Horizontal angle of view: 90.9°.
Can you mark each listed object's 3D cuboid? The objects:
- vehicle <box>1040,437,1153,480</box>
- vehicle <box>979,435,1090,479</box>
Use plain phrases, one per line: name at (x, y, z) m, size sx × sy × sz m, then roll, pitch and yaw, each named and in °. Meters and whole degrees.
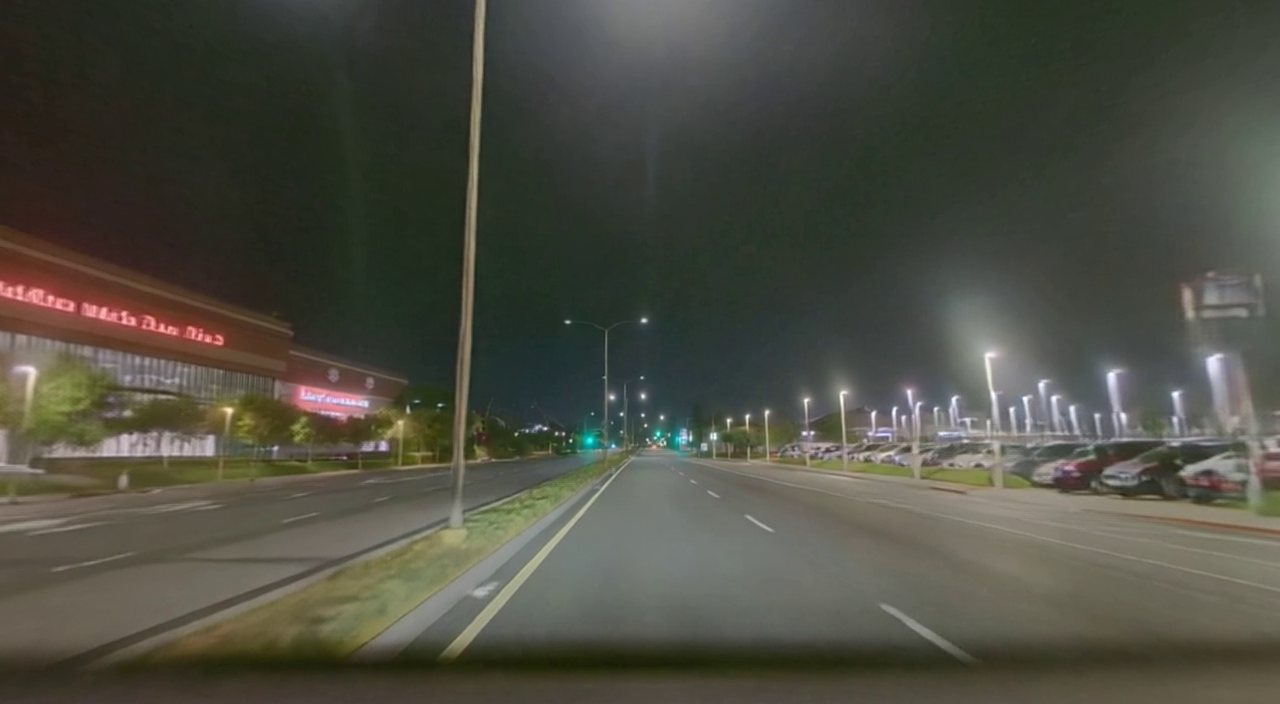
vehicle at (19.521, 4.523, 27.205) m, size 1.859 × 1.643 × 4.091 m, roll -1°, pitch -7°, yaw 1°
vehicle at (17.001, 4.509, 27.459) m, size 1.882 × 1.699 × 4.367 m, roll -1°, pitch -8°, yaw -1°
